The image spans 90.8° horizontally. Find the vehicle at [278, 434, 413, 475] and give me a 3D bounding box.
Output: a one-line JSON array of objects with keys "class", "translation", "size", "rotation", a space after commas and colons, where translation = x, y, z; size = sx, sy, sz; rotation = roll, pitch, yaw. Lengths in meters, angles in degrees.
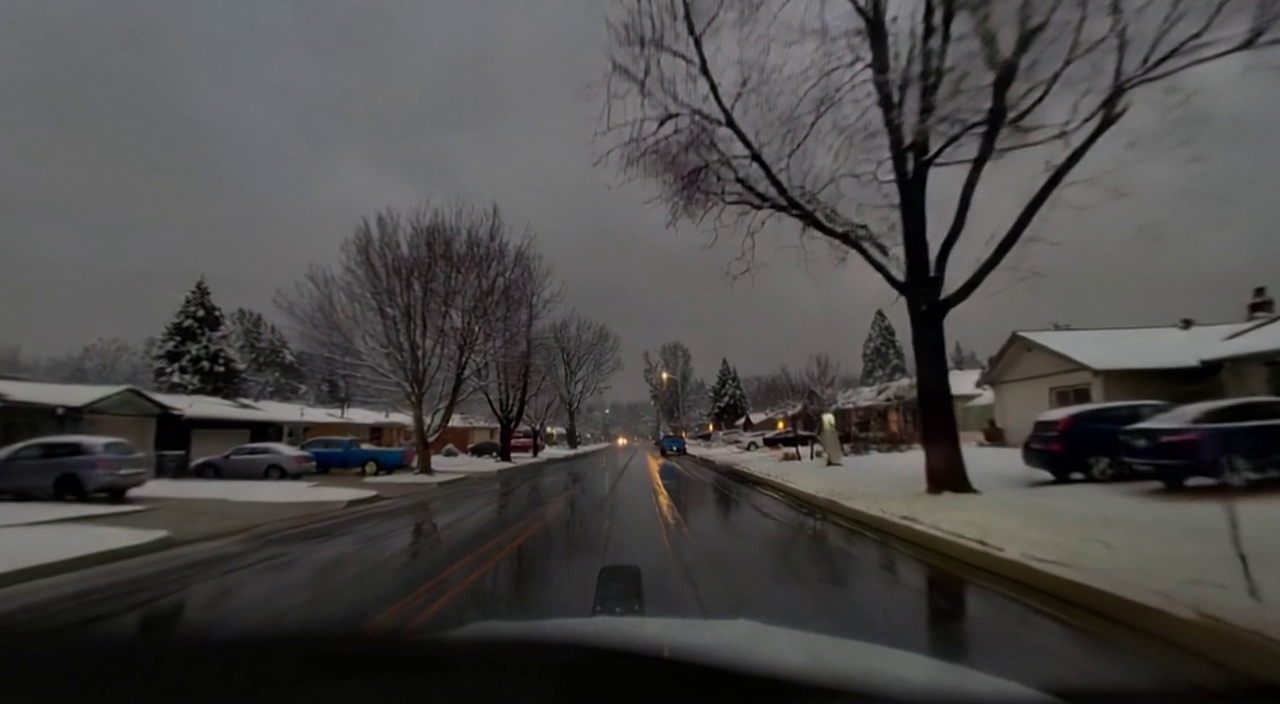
[{"class": "vehicle", "translation": [-13.899, 4.881, 30.079], "size": [5.286, 1.847, 2.166], "rotation": [0, -8, 1]}]

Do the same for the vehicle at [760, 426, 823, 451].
[{"class": "vehicle", "translation": [10.871, 6.230, 45.613], "size": [4.069, 1.680, 2.156], "rotation": [0, -7, 2]}]

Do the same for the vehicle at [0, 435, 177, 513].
[{"class": "vehicle", "translation": [-13.773, 2.811, 15.054], "size": [1.982, 1.596, 3.988], "rotation": [-2, -9, 11]}]

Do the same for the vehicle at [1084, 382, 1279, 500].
[{"class": "vehicle", "translation": [10.671, 1.406, 10.608], "size": [4.582, 1.680, 2.223], "rotation": [-4, -9, 4]}]

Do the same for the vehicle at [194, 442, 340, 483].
[{"class": "vehicle", "translation": [-14.150, 4.209, 24.170], "size": [4.285, 1.483, 1.954], "rotation": [0, -8, -1]}]
